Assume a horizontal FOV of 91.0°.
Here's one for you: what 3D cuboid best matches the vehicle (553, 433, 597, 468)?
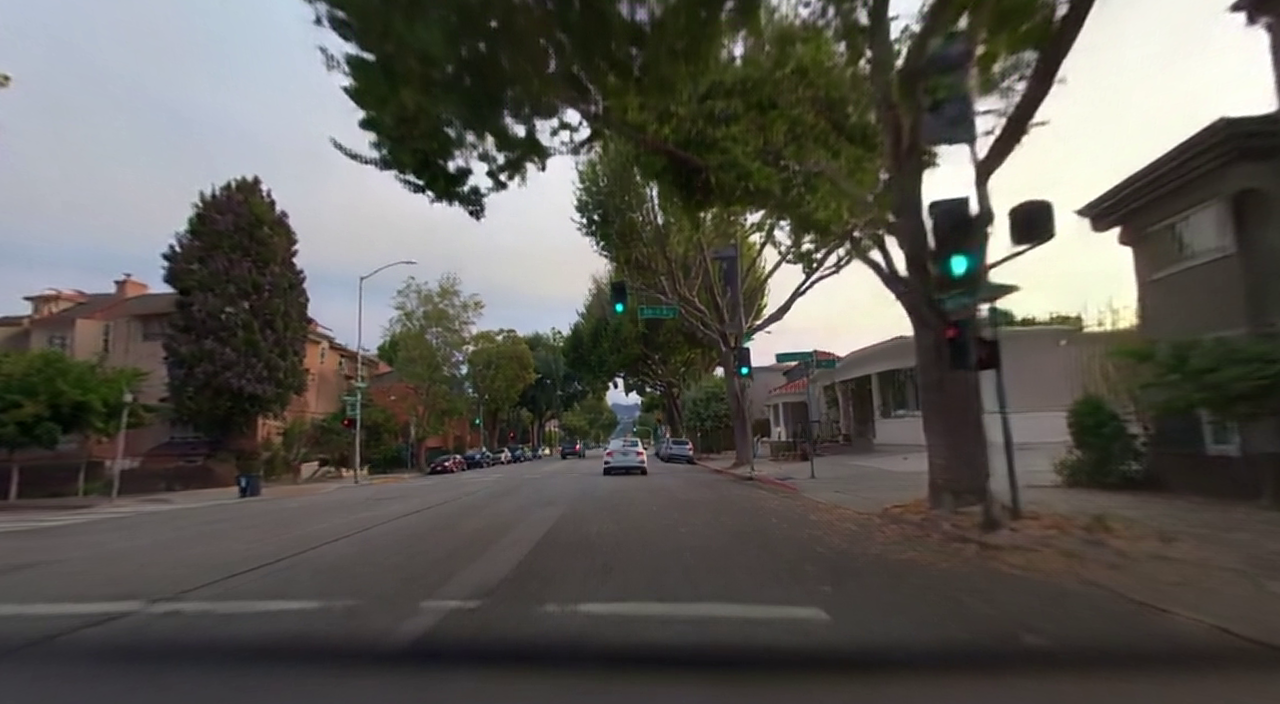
[{"bbox_3d":[-3.627,5.566,35.747,1.983,1.841,4.013,0,-8,1],"label":"vehicle"}]

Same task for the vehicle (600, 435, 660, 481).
[{"bbox_3d":[-0.352,3.828,23.011,1.998,1.518,4.015,0,-8,-1],"label":"vehicle"}]

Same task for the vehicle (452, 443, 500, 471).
[{"bbox_3d":[-12.358,7.928,47.842,2.109,1.941,6.025,0,-8,-1],"label":"vehicle"}]

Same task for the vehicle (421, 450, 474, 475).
[{"bbox_3d":[-12.233,7.020,40.306,1.913,1.475,4.372,0,-8,1],"label":"vehicle"}]

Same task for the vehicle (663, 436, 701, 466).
[{"bbox_3d":[2.538,6.060,38.717,1.969,1.725,4.387,0,-8,-1],"label":"vehicle"}]
